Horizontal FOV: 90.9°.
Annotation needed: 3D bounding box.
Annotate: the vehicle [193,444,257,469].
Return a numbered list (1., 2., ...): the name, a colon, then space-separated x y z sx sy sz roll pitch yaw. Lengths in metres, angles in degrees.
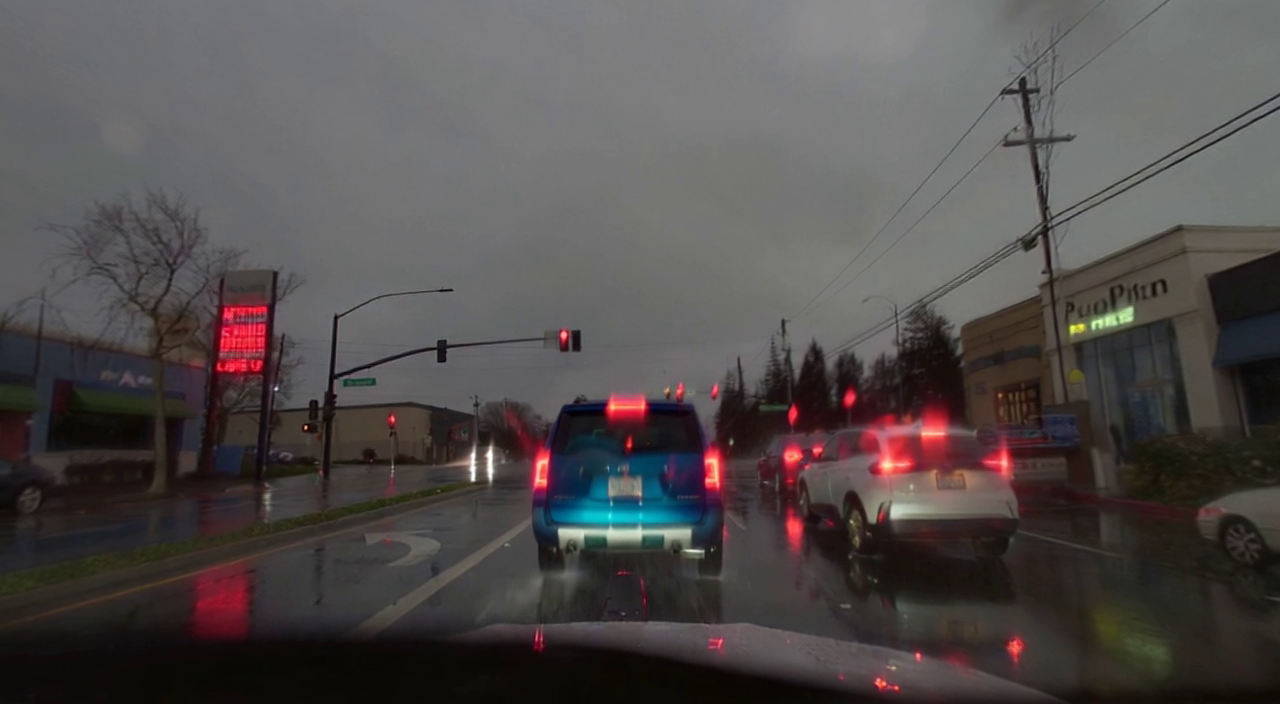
1. vehicle: -27.439 6.873 41.858 1.693 1.563 3.716 0 -8 0

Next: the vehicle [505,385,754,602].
1. vehicle: -0.003 1.535 7.684 2.154 1.861 4.280 0 -8 3

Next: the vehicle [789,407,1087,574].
1. vehicle: 3.619 1.761 8.796 2.036 1.719 4.318 0 -8 0

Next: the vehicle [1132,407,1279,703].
1. vehicle: 3.368 0.720 0.785 1.884 1.484 4.609 0 -8 2
